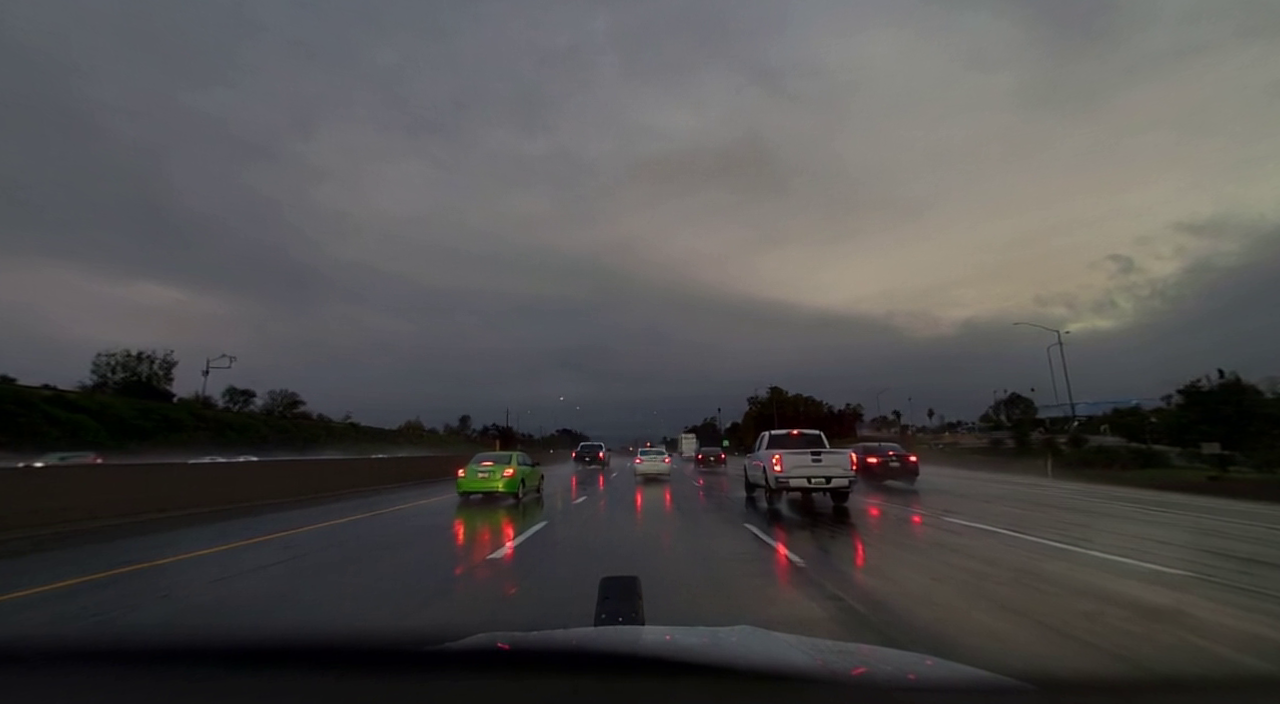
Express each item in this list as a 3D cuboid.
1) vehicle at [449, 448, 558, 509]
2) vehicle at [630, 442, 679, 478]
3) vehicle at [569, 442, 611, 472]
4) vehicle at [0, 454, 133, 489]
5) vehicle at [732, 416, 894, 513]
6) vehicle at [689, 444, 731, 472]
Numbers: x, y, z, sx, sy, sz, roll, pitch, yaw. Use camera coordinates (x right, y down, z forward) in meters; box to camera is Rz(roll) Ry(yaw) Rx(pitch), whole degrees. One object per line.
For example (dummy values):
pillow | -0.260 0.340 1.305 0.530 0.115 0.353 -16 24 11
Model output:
vehicle | -3.552 3.356 17.246 1.947 1.424 4.264 0 -9 1
vehicle | 0.661 5.145 30.093 2.147 1.572 4.094 0 -9 1
vehicle | -3.072 6.646 40.049 2.176 1.783 4.799 0 -9 1
vehicle | -33.971 7.071 37.601 2.129 1.812 6.123 0 -9 1
vehicle | 3.888 2.682 15.464 2.340 1.925 5.529 0 -9 -1
vehicle | 4.345 6.654 39.792 2.145 1.636 4.437 0 -9 0
